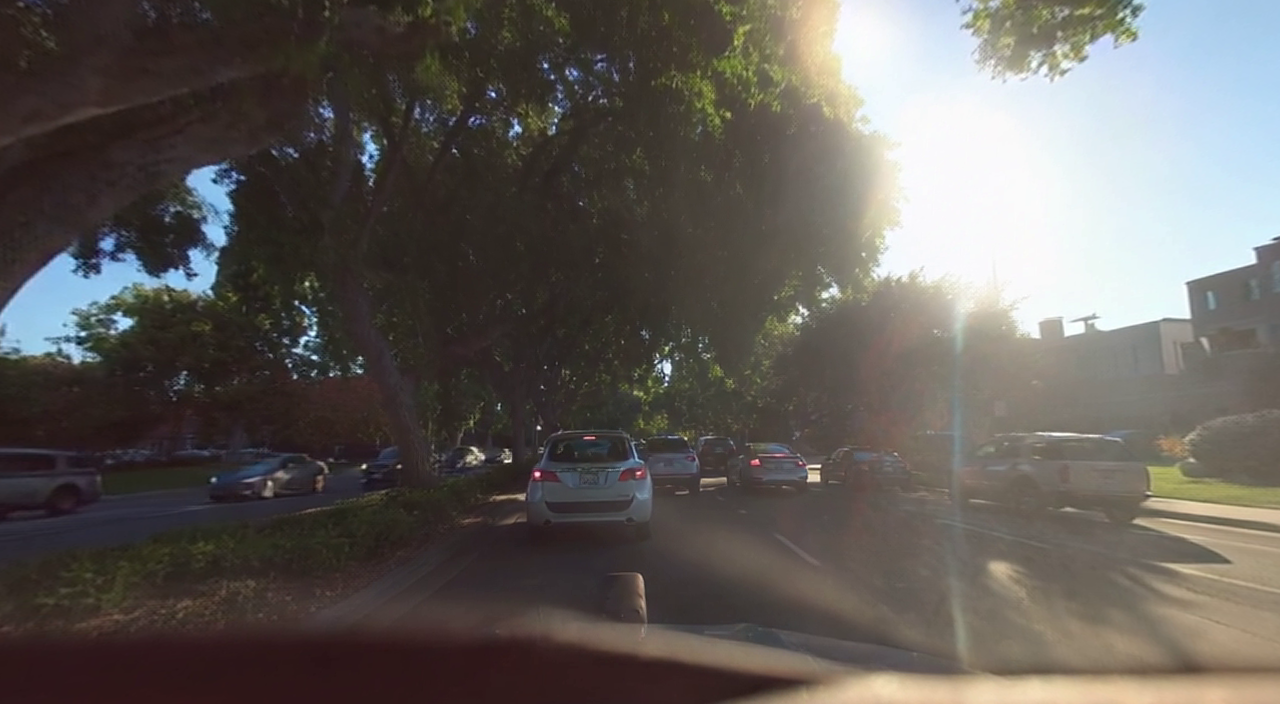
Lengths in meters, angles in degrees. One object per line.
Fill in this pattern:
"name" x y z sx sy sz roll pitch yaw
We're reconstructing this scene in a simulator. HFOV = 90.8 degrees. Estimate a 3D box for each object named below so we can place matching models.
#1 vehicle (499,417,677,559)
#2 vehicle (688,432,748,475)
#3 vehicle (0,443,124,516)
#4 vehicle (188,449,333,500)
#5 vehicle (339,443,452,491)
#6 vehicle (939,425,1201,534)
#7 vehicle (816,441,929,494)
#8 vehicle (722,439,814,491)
"vehicle" -0.769 1.894 9.462 2.106 1.655 3.717 1 -8 -5
"vehicle" 3.533 4.727 29.575 2.114 1.846 4.659 0 -8 -1
"vehicle" -16.799 3.305 16.595 2.027 1.789 5.259 0 -8 0
"vehicle" -11.954 3.860 20.358 1.866 1.404 4.507 0 -8 0
"vehicle" -8.324 3.930 22.045 2.039 1.466 4.553 0 -8 1
"vehicle" 7.871 2.350 12.249 2.168 1.709 4.289 0 -8 3
"vehicle" 7.245 3.619 20.214 1.977 1.485 4.308 0 -8 0
"vehicle" 4.007 3.625 20.625 2.175 1.477 4.520 0 -8 1
